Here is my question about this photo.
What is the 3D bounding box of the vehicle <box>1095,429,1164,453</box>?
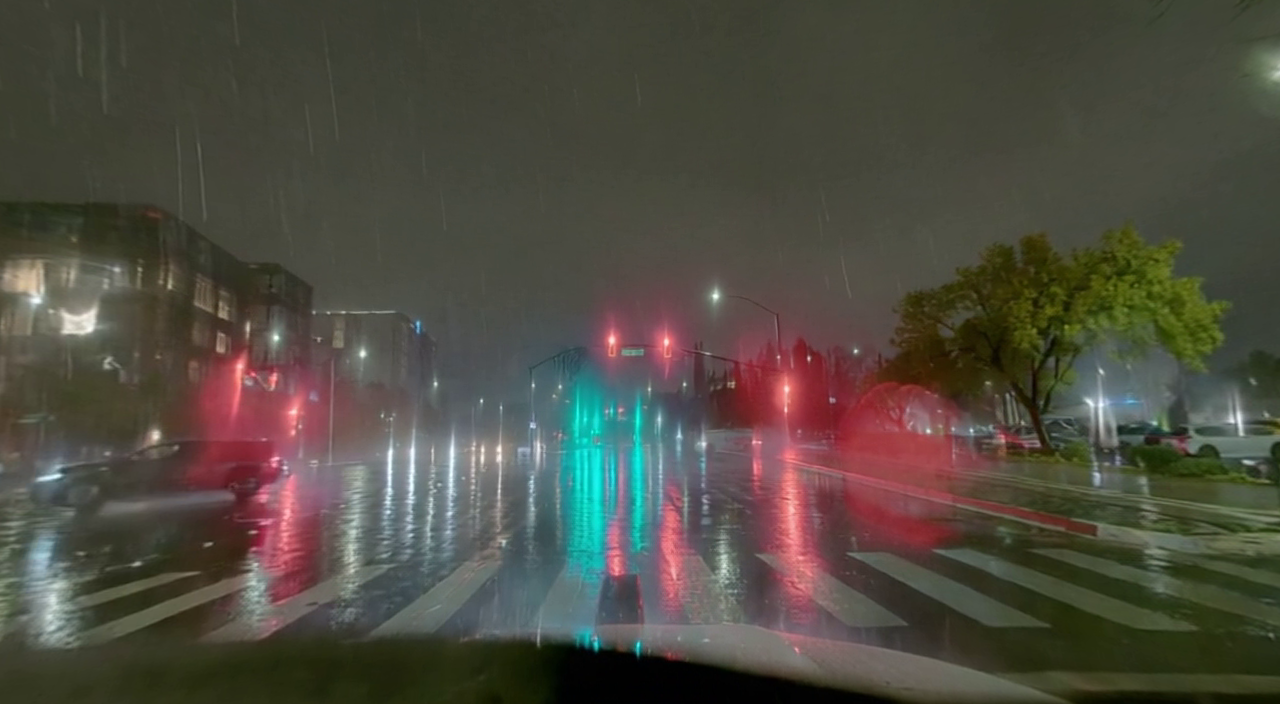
[{"bbox_3d":[33.235,6.100,43.083,2.090,1.494,4.321,-3,-9,15],"label":"vehicle"}]

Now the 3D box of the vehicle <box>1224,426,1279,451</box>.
[{"bbox_3d":[42.245,5.737,41.933,2.037,1.614,5.175,0,-8,0],"label":"vehicle"}]

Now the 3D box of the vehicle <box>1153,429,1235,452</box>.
[{"bbox_3d":[36.556,5.899,41.850,1.726,1.429,4.163,-1,-8,2],"label":"vehicle"}]

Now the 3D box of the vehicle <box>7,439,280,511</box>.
[{"bbox_3d":[-11.795,2.898,15.490,4.916,1.504,1.846,6,-10,-35],"label":"vehicle"}]

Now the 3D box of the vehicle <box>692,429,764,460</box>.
[{"bbox_3d":[5.050,5.399,36.944,1.977,1.698,4.571,4,-9,-25],"label":"vehicle"}]
